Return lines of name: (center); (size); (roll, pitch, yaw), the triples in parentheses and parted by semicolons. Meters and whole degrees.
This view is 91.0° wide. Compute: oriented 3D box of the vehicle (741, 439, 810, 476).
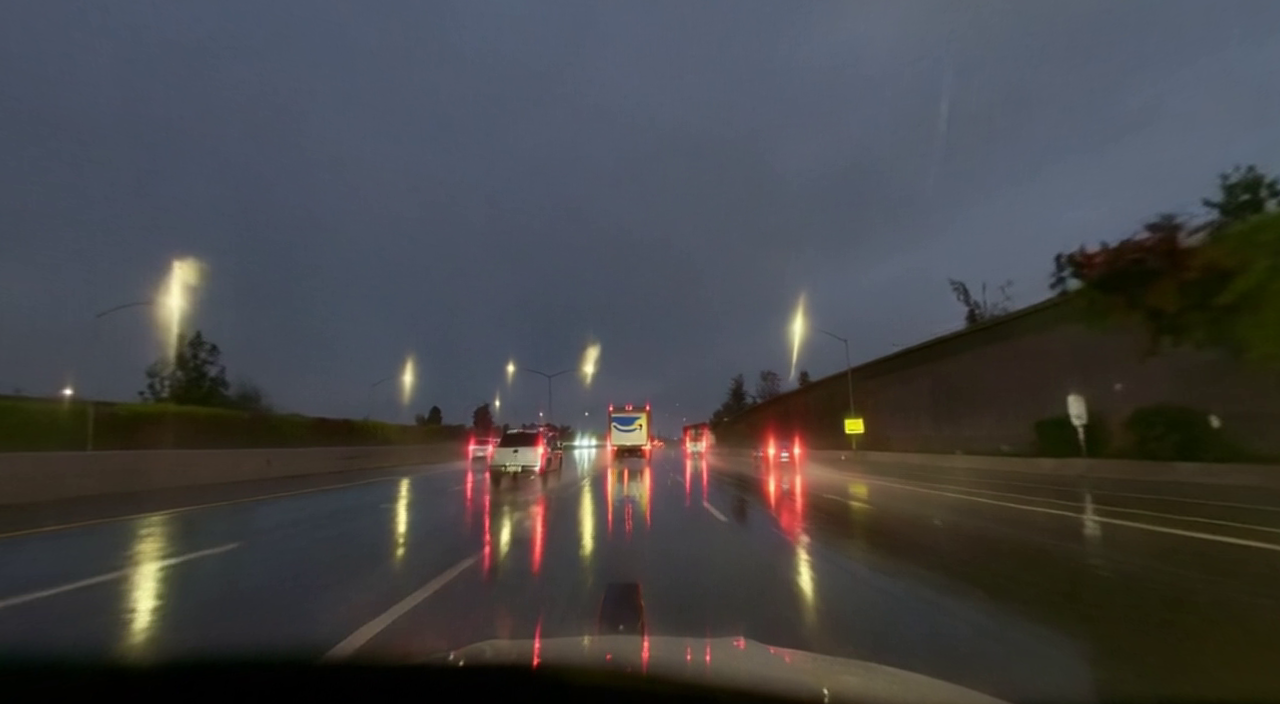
vehicle: (6.069, 4.762, 28.697); (1.970, 1.499, 4.491); (1, -9, -2)

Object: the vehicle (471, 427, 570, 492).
vehicle: (-3.409, 3.176, 18.918); (2.095, 1.688, 4.188); (0, -9, 1)

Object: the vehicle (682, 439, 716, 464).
vehicle: (4.104, 6.979, 44.425); (2.067, 1.654, 3.985); (0, -8, 0)

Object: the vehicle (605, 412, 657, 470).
vehicle: (-0.398, 4.661, 32.874); (2.456, 2.705, 6.251); (0, -9, 0)
